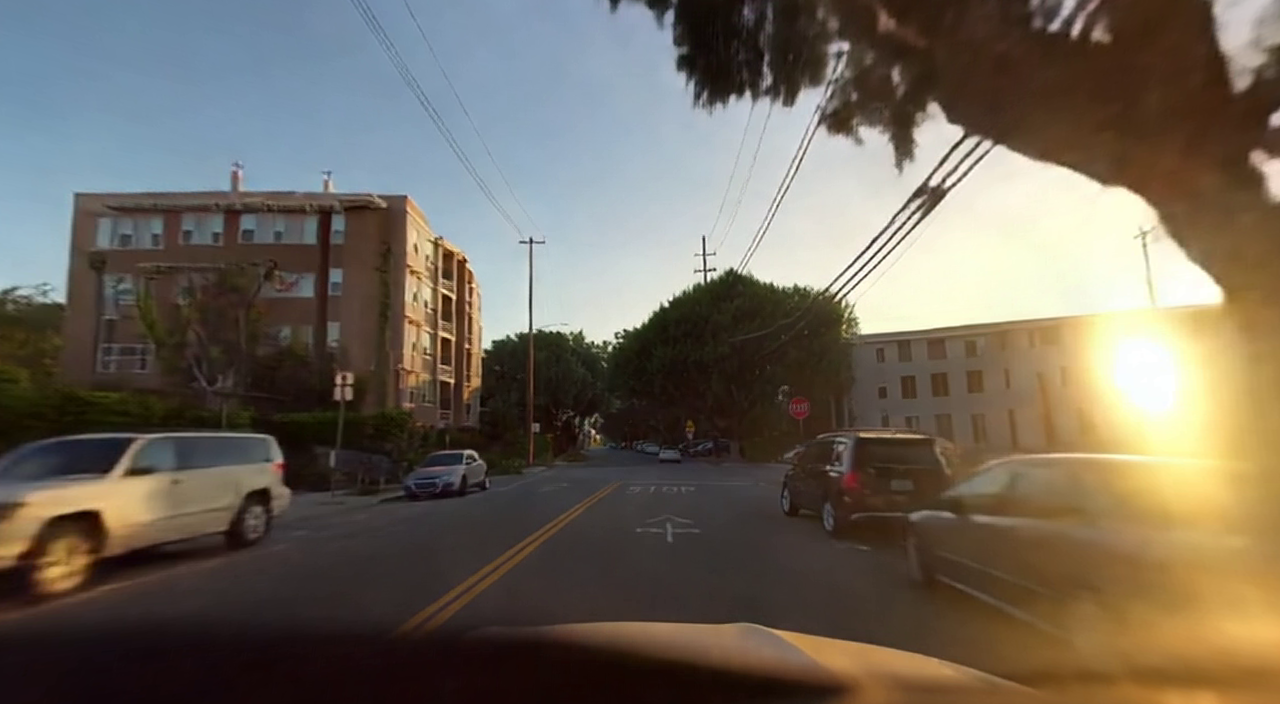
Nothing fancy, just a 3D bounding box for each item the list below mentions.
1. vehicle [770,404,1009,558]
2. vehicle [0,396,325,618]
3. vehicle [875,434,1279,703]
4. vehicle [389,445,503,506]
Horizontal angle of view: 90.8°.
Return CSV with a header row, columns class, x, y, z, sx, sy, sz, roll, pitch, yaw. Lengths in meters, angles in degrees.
class,x,y,z,sx,sy,sz,roll,pitch,yaw
vehicle,3.896,2.113,11.027,2.300,1.913,4.896,4,-9,2
vehicle,-6.569,1.757,8.157,2.158,1.929,5.184,-1,-9,2
vehicle,3.434,1.396,4.697,1.861,1.457,4.470,-1,-9,3
vehicle,-5.815,3.710,19.551,1.922,1.505,4.502,-4,-8,3
